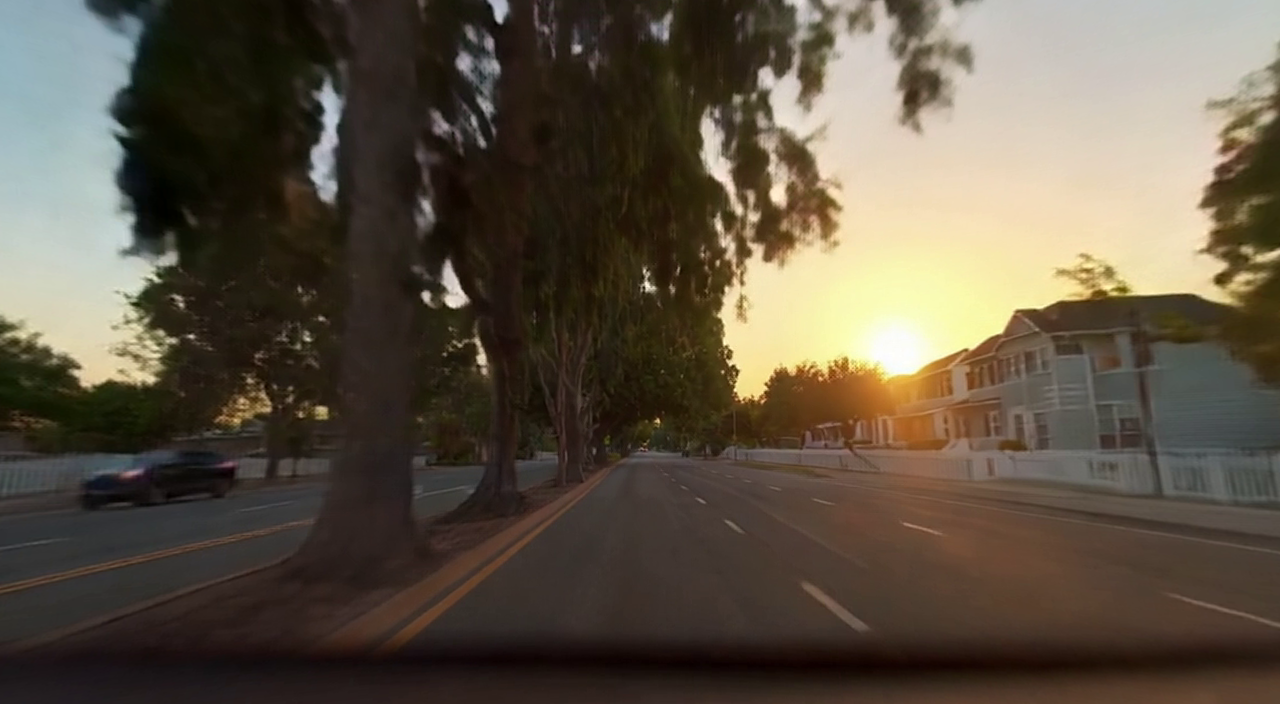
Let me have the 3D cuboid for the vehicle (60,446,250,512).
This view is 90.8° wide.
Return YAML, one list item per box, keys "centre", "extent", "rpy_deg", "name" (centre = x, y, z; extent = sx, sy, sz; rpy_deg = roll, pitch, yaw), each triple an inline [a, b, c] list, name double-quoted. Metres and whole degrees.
- centre: [-14.348, 3.730, 19.142]
  extent: [1.919, 1.700, 4.685]
  rpy_deg: [0, -8, 1]
  name: "vehicle"
